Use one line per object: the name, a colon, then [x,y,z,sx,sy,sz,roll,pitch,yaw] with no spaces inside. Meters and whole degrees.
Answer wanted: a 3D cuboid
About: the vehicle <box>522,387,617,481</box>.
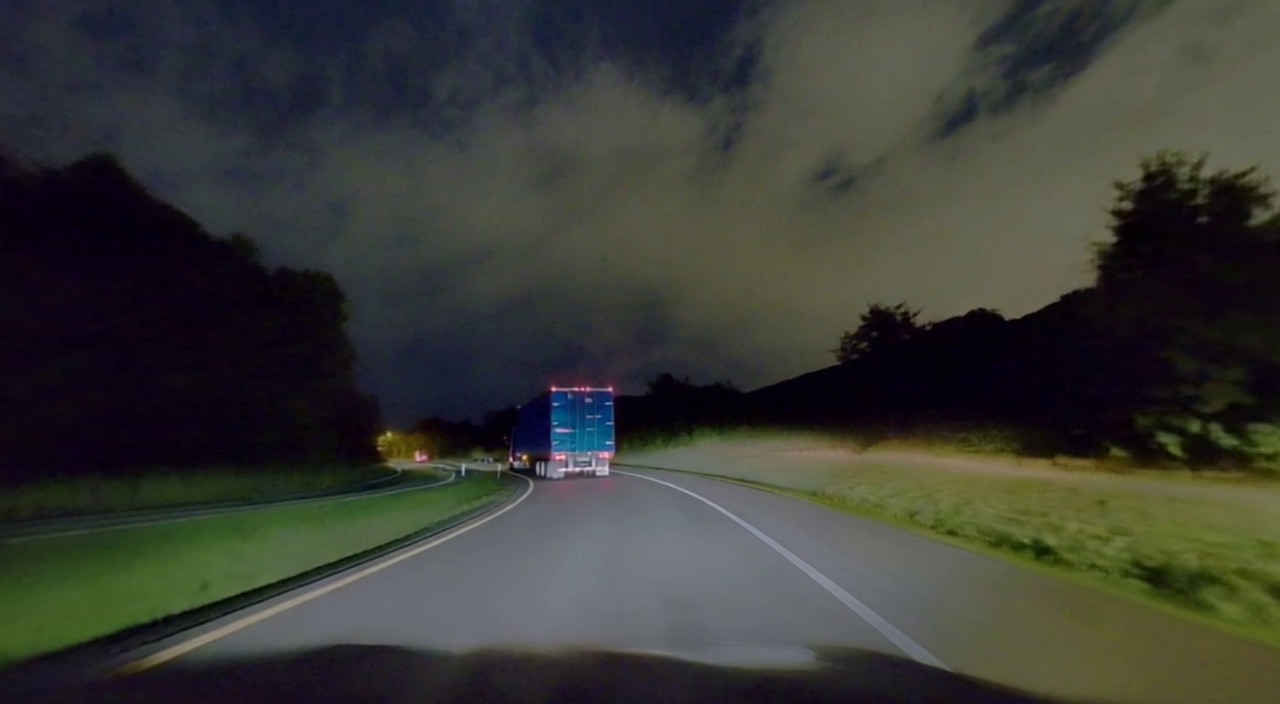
vehicle: [-4.440,4.551,35.319,3.087,4.178,13.682,0,-7,-16]
